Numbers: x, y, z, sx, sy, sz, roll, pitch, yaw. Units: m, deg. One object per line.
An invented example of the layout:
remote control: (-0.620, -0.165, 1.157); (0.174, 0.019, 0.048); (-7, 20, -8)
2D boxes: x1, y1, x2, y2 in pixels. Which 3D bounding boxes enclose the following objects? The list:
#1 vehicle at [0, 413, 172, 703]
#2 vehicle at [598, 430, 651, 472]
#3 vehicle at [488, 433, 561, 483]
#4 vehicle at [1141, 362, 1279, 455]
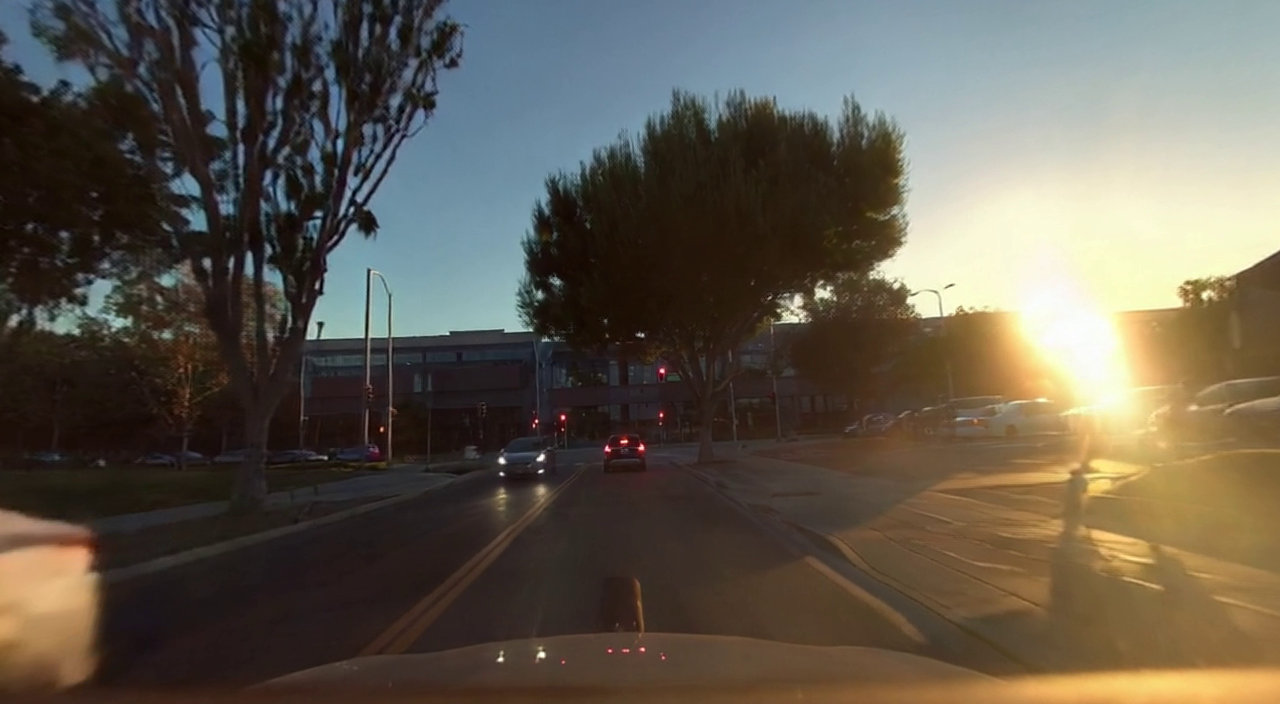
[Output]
vehicle: (-3.440, 0.869, 1.455); (1.973, 1.512, 3.524); (0, -8, 0)
vehicle: (-0.636, 4.288, 27.500); (2.142, 1.686, 3.816); (-1, -8, 0)
vehicle: (-4.093, 3.818, 23.004); (2.057, 1.613, 4.062); (0, -8, -2)
vehicle: (12.009, 0.885, 11.131); (4.349, 1.462, 1.982); (-5, -7, 7)
